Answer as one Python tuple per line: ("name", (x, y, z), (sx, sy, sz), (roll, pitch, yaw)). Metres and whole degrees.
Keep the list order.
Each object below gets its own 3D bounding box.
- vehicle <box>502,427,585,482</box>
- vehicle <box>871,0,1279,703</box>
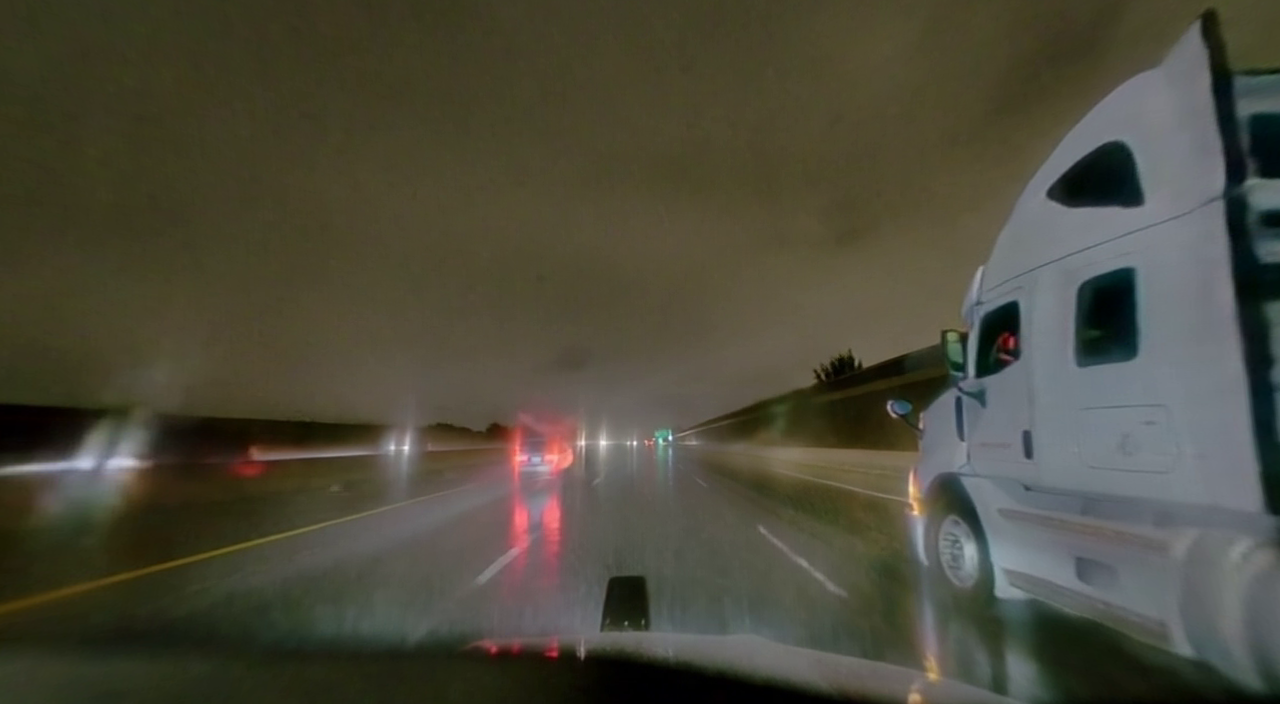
("vehicle", (-3.234, 3.565, 22.139), (2.189, 1.707, 4.692), (0, -8, 0))
("vehicle", (3.881, -0.254, 3.480), (3.037, 4.014, 6.276), (1, -7, 3))
